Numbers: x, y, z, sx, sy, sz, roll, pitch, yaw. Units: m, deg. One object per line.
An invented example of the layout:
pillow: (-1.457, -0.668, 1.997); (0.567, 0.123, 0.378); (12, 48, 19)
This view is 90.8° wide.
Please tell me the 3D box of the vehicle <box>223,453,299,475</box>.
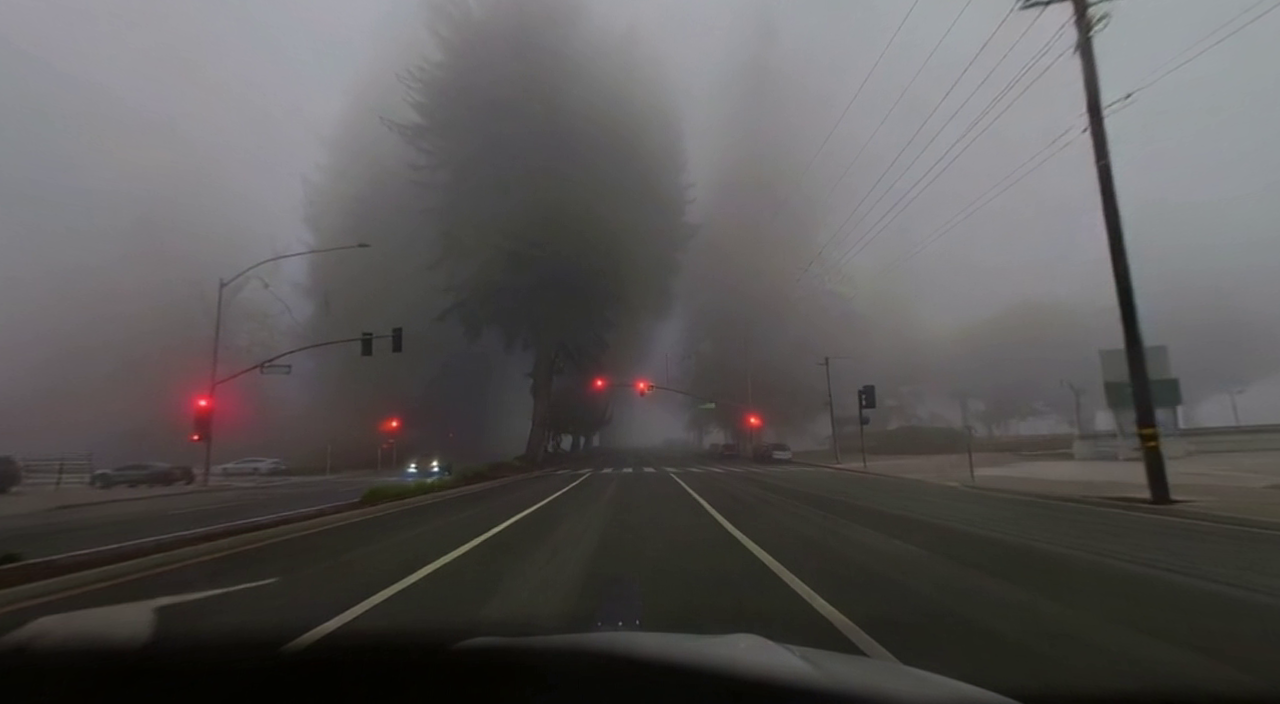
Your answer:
vehicle: (-26.976, 7.956, 45.046); (4.240, 1.463, 1.908); (-1, -9, 4)

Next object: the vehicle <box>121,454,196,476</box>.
vehicle: (-34.764, 8.159, 45.664); (4.062, 1.531, 1.766); (-1, -9, 4)

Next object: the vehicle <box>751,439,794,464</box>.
vehicle: (9.731, 7.312, 46.661); (1.970, 1.755, 4.661); (0, -9, -2)

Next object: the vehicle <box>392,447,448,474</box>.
vehicle: (-13.354, 6.603, 38.606); (1.872, 1.507, 4.267); (0, -9, 0)
